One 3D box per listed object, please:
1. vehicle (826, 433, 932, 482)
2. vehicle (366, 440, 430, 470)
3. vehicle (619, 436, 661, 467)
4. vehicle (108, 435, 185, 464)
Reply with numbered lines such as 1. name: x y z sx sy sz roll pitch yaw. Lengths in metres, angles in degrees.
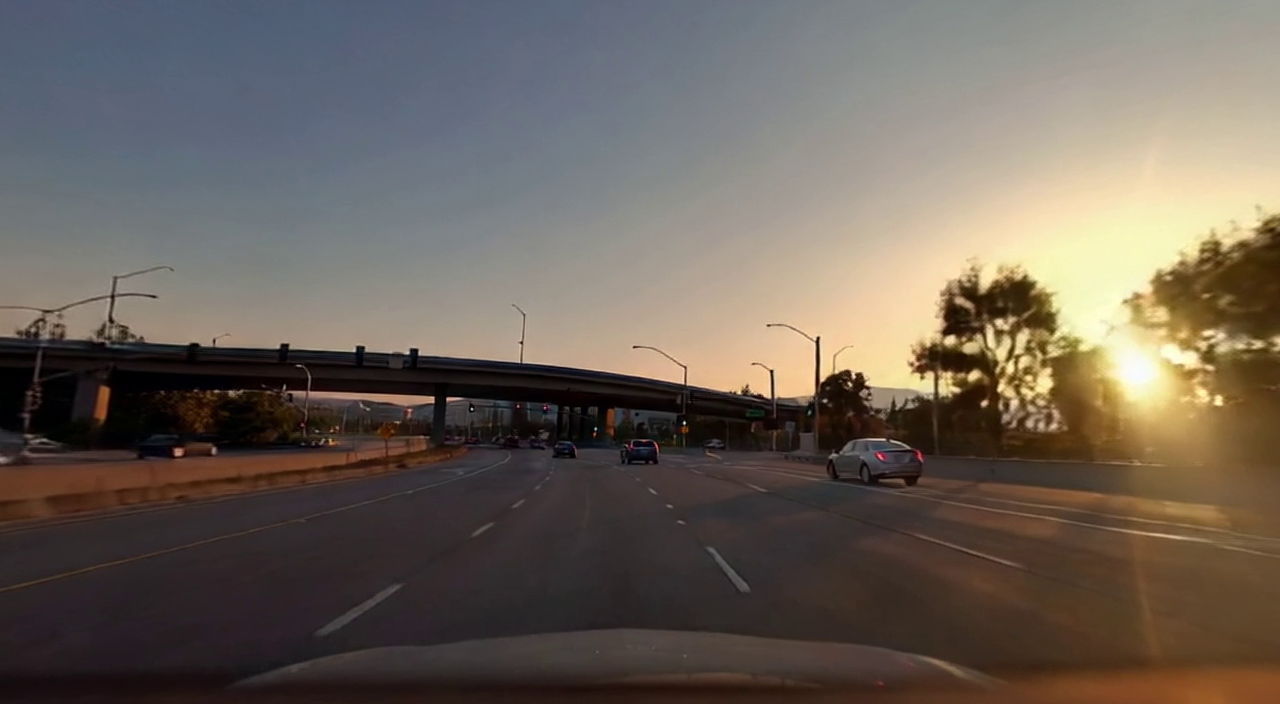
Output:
1. vehicle: 9.383 4.164 25.310 2.130 1.741 4.665 0 -8 -4
2. vehicle: -14.159 6.012 37.236 2.399 1.624 4.585 1 -8 -6
3. vehicle: -0.047 6.069 38.665 2.024 1.724 3.928 1 -9 -8
4. vehicle: -31.197 6.158 40.089 1.851 1.700 4.087 1 -9 -7
